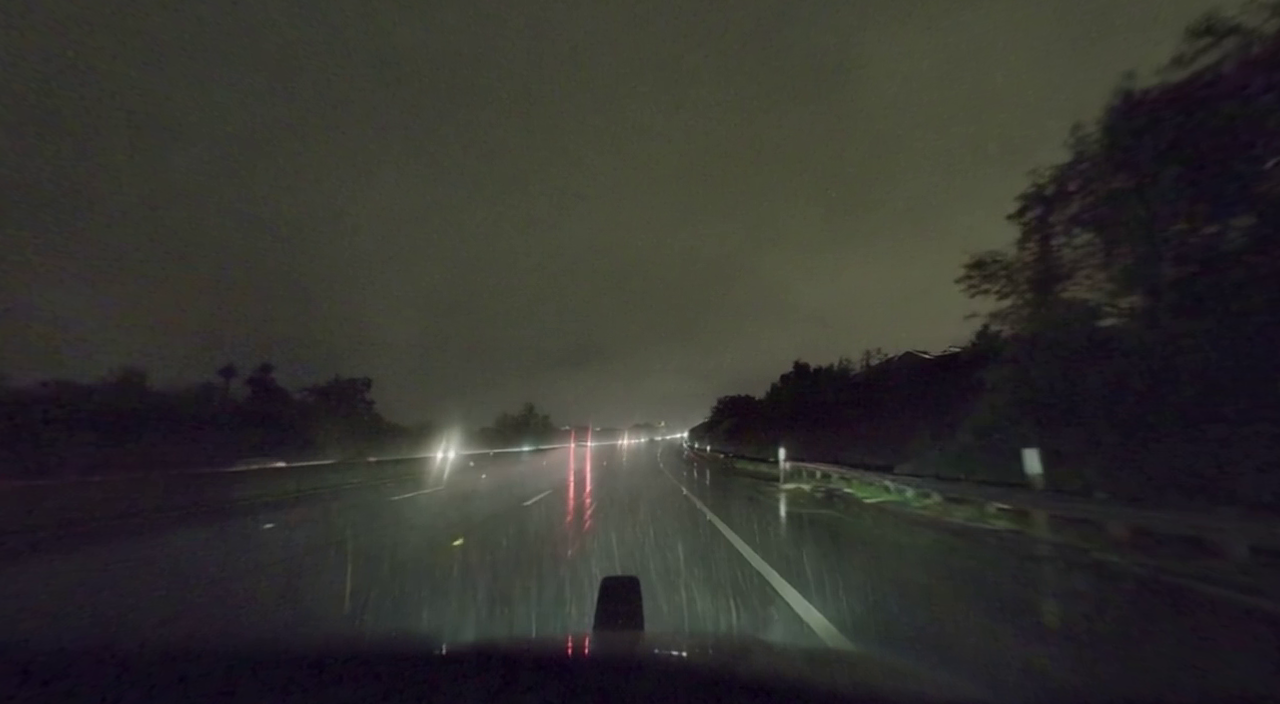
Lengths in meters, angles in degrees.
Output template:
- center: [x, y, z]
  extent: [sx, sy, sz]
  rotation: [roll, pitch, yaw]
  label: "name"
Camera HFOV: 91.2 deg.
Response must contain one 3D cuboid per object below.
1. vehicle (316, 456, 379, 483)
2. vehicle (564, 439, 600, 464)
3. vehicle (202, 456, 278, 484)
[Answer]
- center: [-16.979, 6.815, 36.587]
  extent: [1.775, 1.444, 3.821]
  rotation: [0, -9, 0]
  label: "vehicle"
- center: [-3.946, 6.797, 42.939]
  extent: [1.998, 1.584, 4.005]
  rotation: [0, -9, 1]
  label: "vehicle"
- center: [-24.281, 7.128, 38.193]
  extent: [1.844, 1.533, 4.111]
  rotation: [0, -9, 1]
  label: "vehicle"
